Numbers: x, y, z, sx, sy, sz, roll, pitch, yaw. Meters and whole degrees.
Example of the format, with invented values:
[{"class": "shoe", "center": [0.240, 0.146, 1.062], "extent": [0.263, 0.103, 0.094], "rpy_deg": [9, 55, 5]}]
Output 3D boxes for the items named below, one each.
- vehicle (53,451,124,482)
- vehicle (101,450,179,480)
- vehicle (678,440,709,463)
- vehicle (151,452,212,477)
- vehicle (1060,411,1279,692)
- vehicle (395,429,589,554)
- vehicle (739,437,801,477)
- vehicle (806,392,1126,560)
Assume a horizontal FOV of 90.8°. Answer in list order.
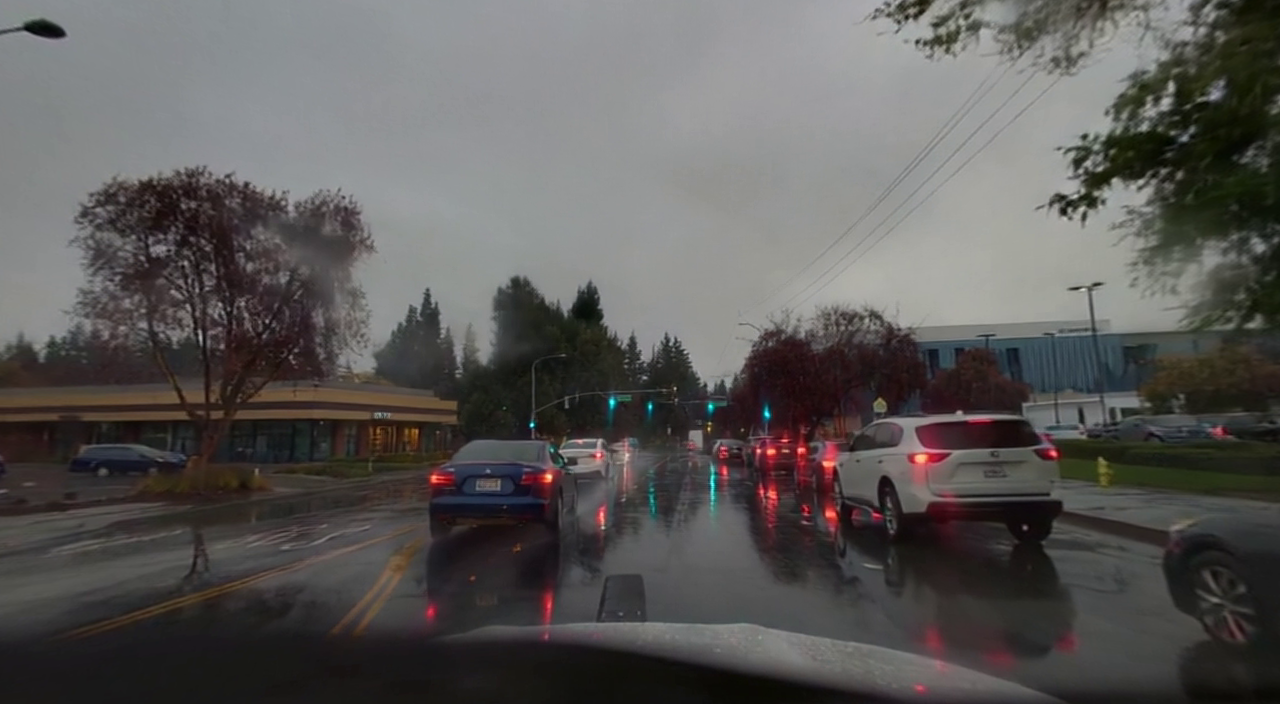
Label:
[{"class": "vehicle", "center": [-28.662, 5.900, 32.795], "extent": [3.865, 1.499, 1.804], "rpy_deg": [-6, -10, 35]}, {"class": "vehicle", "center": [-28.250, 6.332, 35.675], "extent": [4.127, 1.583, 1.978], "rpy_deg": [-5, -10, 30]}, {"class": "vehicle", "center": [3.725, 6.996, 44.533], "extent": [2.095, 1.473, 4.301], "rpy_deg": [-1, -8, 4]}, {"class": "vehicle", "center": [-27.776, 6.775, 38.218], "extent": [3.527, 1.390, 1.681], "rpy_deg": [-5, -10, 32]}, {"class": "vehicle", "center": [4.337, 0.989, 2.815], "extent": [1.904, 1.494, 4.864], "rpy_deg": [-1, -8, 5]}, {"class": "vehicle", "center": [-1.966, 2.013, 9.853], "extent": [1.968, 1.497, 4.286], "rpy_deg": [0, -8, 0]}, {"class": "vehicle", "center": [5.345, 4.374, 26.562], "extent": [1.910, 1.493, 4.490], "rpy_deg": [-1, -8, 4]}, {"class": "vehicle", "center": [4.466, 1.823, 10.118], "extent": [2.324, 1.907, 5.634], "rpy_deg": [0, -8, 3]}]
